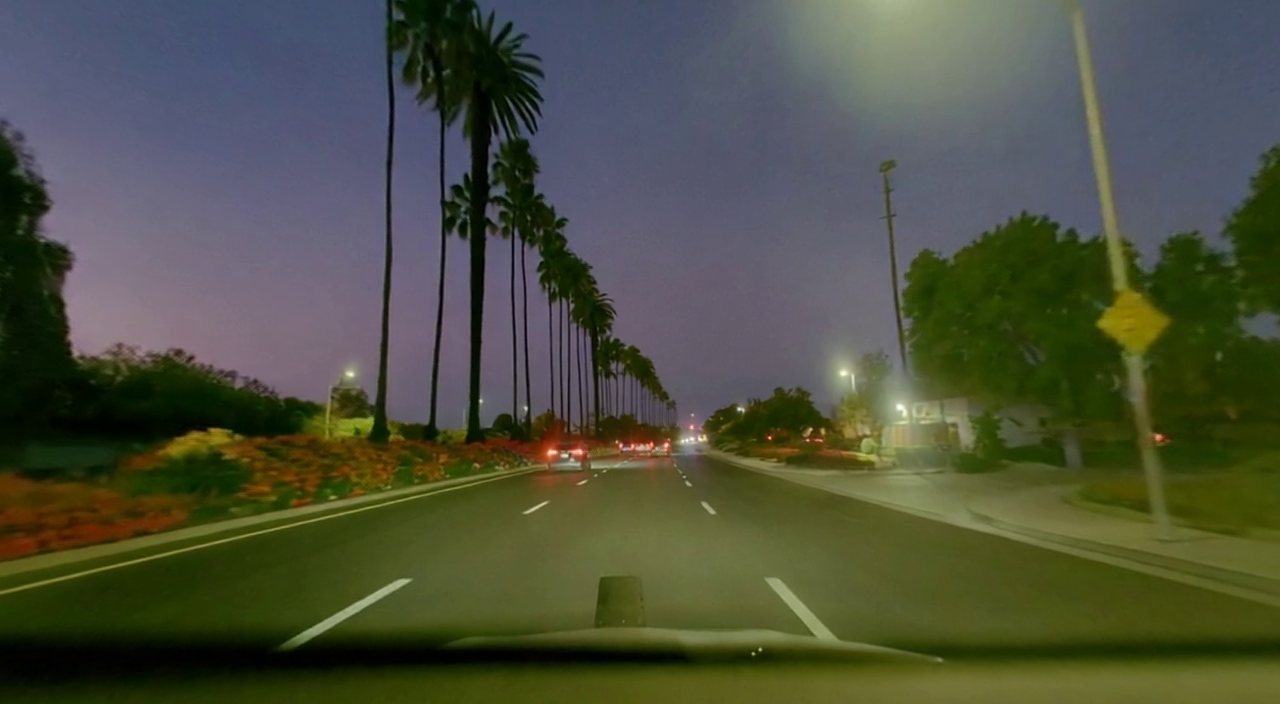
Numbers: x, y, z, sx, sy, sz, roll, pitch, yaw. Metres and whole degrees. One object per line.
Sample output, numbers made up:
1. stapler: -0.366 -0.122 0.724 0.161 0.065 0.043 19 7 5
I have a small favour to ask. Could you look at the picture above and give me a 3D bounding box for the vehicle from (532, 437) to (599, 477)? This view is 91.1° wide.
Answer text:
1. vehicle: -2.969 4.307 26.033 2.036 1.478 4.508 0 -8 2
